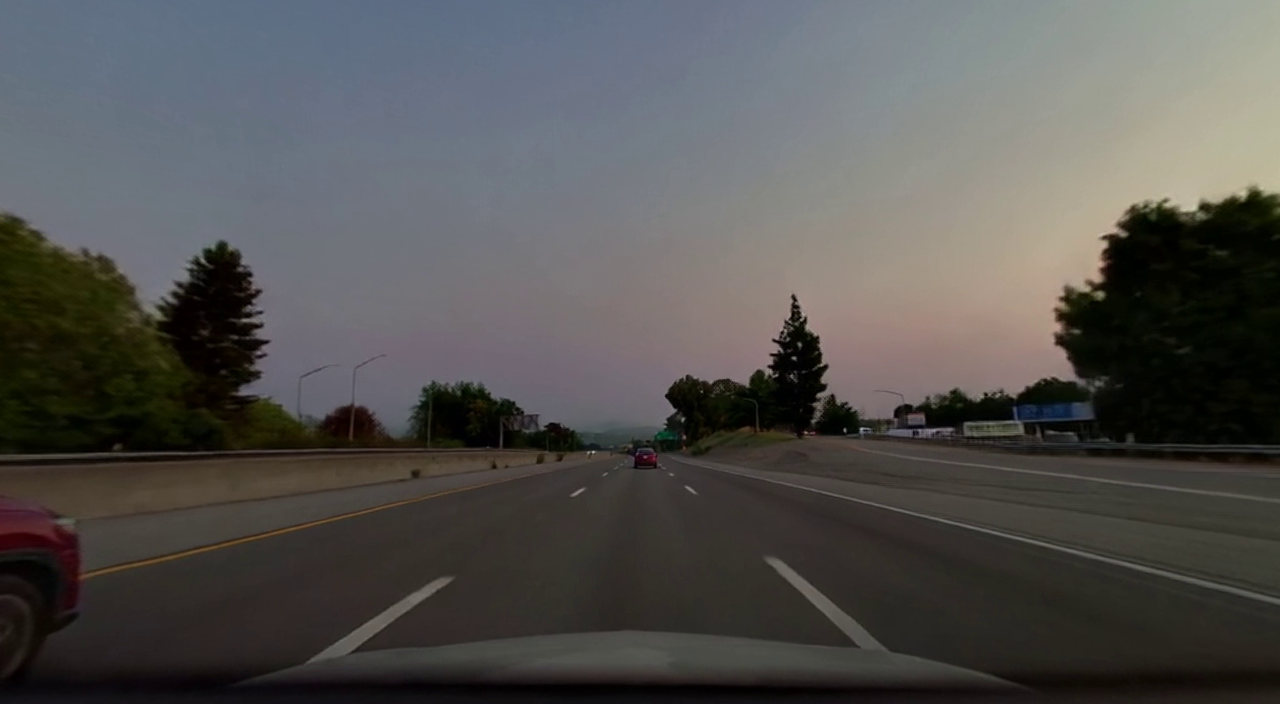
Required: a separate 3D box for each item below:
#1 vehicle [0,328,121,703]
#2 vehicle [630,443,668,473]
[{"bbox_3d":[-3.915,0.534,1.033,2.139,1.804,4.611,0,-9,0],"label":"vehicle"},{"bbox_3d":[0.514,6.299,37.582,2.087,1.682,4.388,0,-9,0],"label":"vehicle"}]
